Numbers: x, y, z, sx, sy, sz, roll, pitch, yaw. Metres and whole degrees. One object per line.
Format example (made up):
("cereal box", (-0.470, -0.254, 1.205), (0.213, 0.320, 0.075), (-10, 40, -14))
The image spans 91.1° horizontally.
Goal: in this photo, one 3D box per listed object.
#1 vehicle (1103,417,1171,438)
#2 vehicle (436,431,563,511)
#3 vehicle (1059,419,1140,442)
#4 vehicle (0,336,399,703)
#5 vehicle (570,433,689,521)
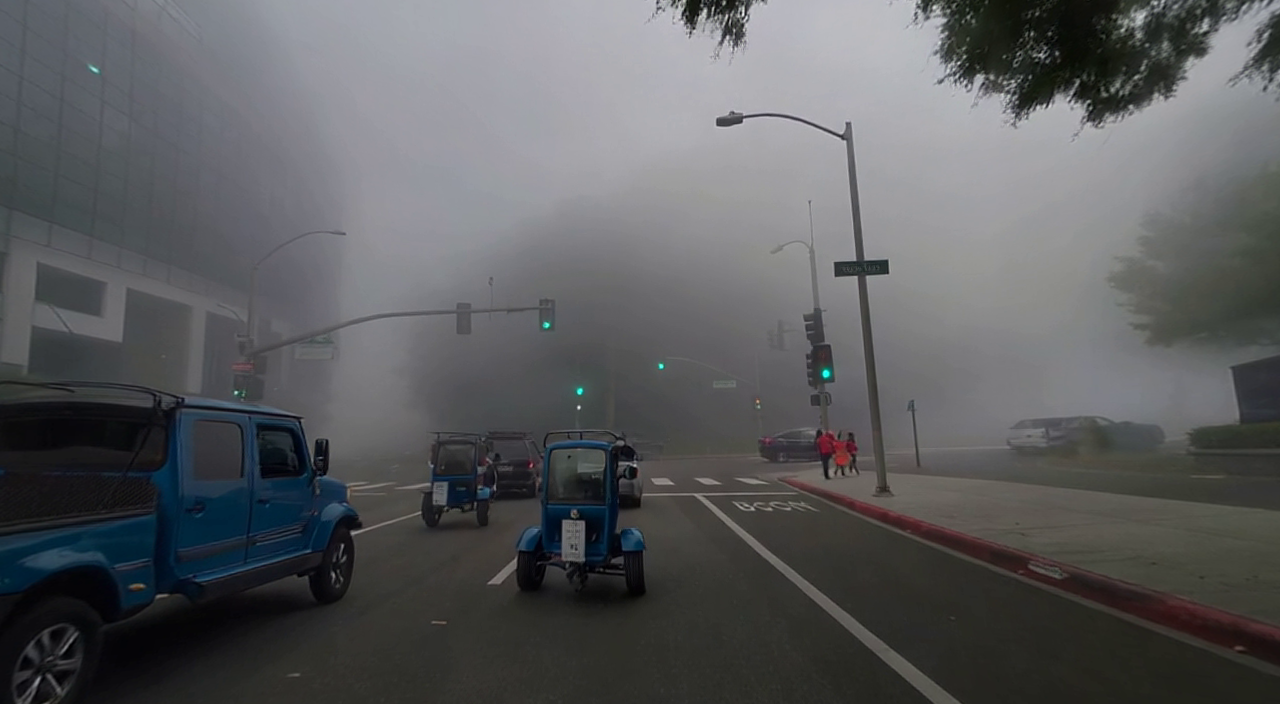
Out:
("vehicle", (36.782, 5.605, 46.545), (1.625, 1.449, 3.557), (6, -11, -38))
("vehicle", (-3.152, 2.767, 15.060), (1.935, 1.615, 4.073), (-1, -8, 3))
("vehicle", (30.727, 5.279, 42.083), (1.751, 1.420, 4.027), (8, -12, -43))
("vehicle", (-3.609, 1.130, 4.452), (2.000, 1.809, 4.405), (0, -8, 1))
("vehicle", (-0.134, 2.427, 12.740), (2.025, 1.458, 4.085), (0, -8, 1))
